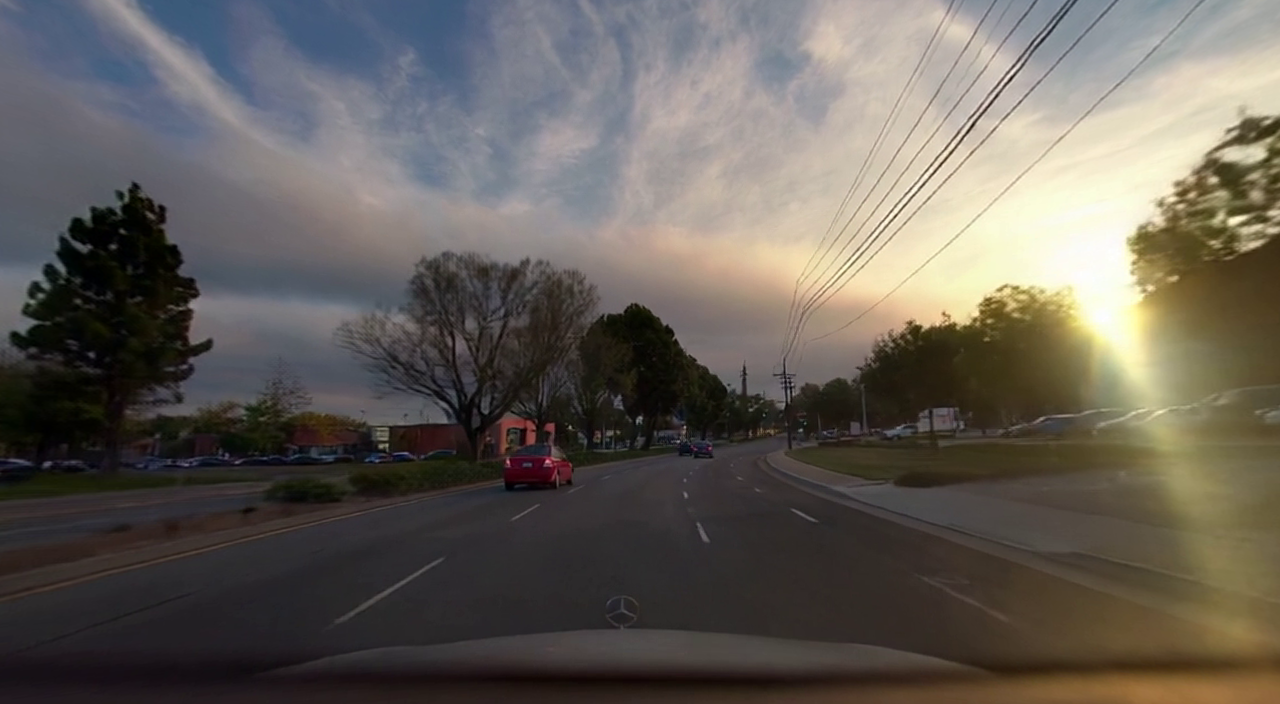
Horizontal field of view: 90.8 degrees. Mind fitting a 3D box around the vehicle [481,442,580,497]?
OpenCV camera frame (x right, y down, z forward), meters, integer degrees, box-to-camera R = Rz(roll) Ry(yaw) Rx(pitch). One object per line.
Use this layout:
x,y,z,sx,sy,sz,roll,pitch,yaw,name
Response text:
-3.245,3.587,19.717,1.928,1.488,4.635,-1,-8,4,vehicle
